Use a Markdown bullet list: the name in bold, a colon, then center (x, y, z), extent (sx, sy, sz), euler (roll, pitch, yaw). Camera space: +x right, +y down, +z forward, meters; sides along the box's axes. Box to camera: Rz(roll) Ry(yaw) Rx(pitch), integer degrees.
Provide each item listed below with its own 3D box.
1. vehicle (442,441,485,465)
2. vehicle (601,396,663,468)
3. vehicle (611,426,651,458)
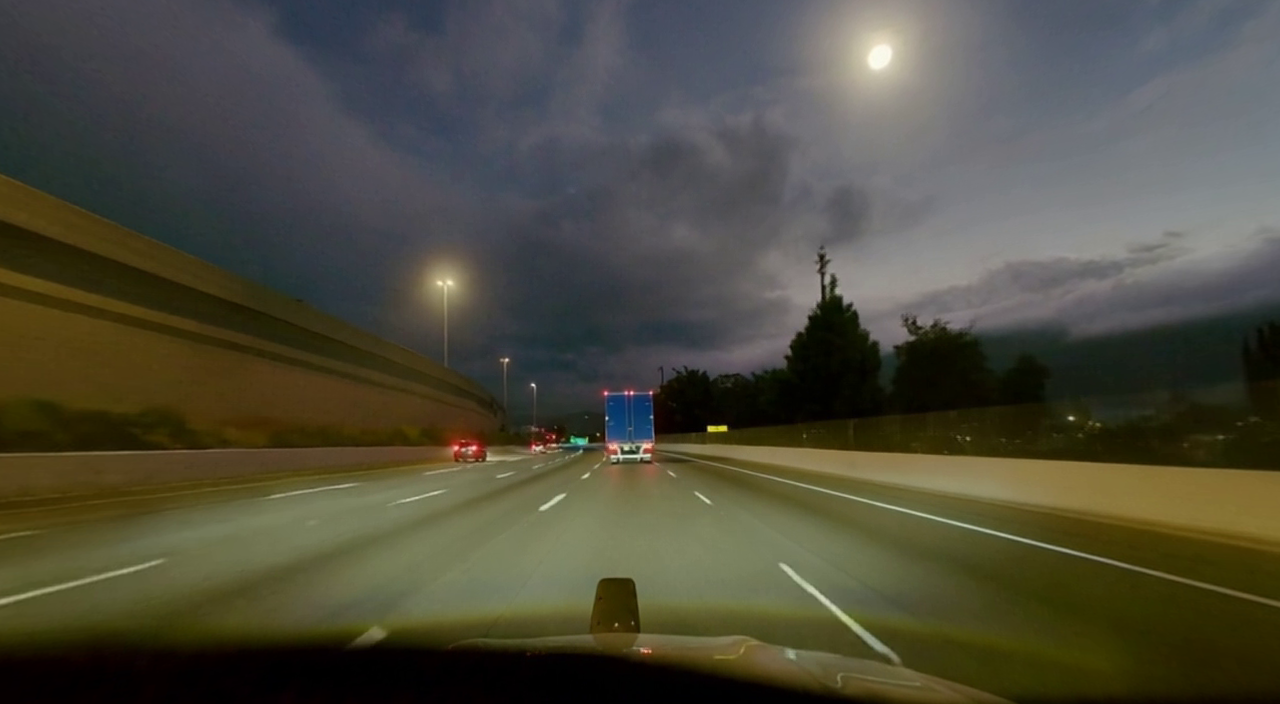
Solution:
- **vehicle**: center (-12.460, 7.123, 44.790), extent (1.919, 1.625, 4.183), euler (0, -9, -2)
- **vehicle**: center (-0.711, 5.011, 38.364), extent (3.233, 3.678, 11.032), euler (0, -9, -3)
- **vehicle**: center (-0.554, 5.022, 35.133), extent (2.052, 1.666, 4.358), euler (1, -9, -3)
